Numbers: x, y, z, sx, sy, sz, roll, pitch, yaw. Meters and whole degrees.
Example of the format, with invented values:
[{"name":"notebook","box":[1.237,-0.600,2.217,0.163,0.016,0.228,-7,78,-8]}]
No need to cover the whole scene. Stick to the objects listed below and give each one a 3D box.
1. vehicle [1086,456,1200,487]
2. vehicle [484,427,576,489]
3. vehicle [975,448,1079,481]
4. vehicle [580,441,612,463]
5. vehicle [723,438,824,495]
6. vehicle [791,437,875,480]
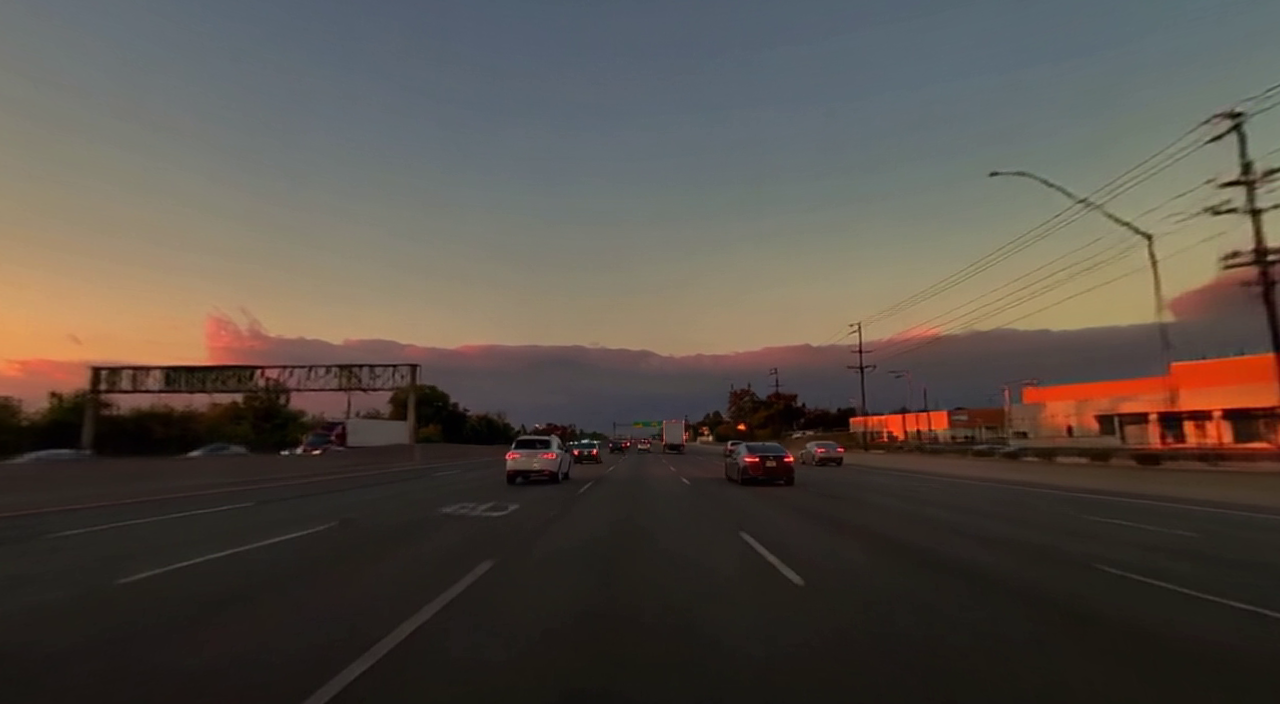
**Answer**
[{"name":"vehicle","box":[29.786,7.065,37.440,4.811,1.723,2.138,0,-9,4]},{"name":"vehicle","box":[-3.457,3.437,20.731,2.130,1.799,4.583,0,-9,1]},{"name":"vehicle","box":[28.006,8.144,45.763,5.755,2.190,2.484,-2,-9,2]},{"name":"vehicle","box":[-3.107,7.106,44.906,1.929,1.521,4.097,0,-9,1]},{"name":"vehicle","box":[3.820,3.363,18.878,1.980,1.501,4.433,0,-9,-1]},{"name":"vehicle","box":[7.758,4.329,25.733,2.075,1.587,3.947,0,-9,-1]}]
